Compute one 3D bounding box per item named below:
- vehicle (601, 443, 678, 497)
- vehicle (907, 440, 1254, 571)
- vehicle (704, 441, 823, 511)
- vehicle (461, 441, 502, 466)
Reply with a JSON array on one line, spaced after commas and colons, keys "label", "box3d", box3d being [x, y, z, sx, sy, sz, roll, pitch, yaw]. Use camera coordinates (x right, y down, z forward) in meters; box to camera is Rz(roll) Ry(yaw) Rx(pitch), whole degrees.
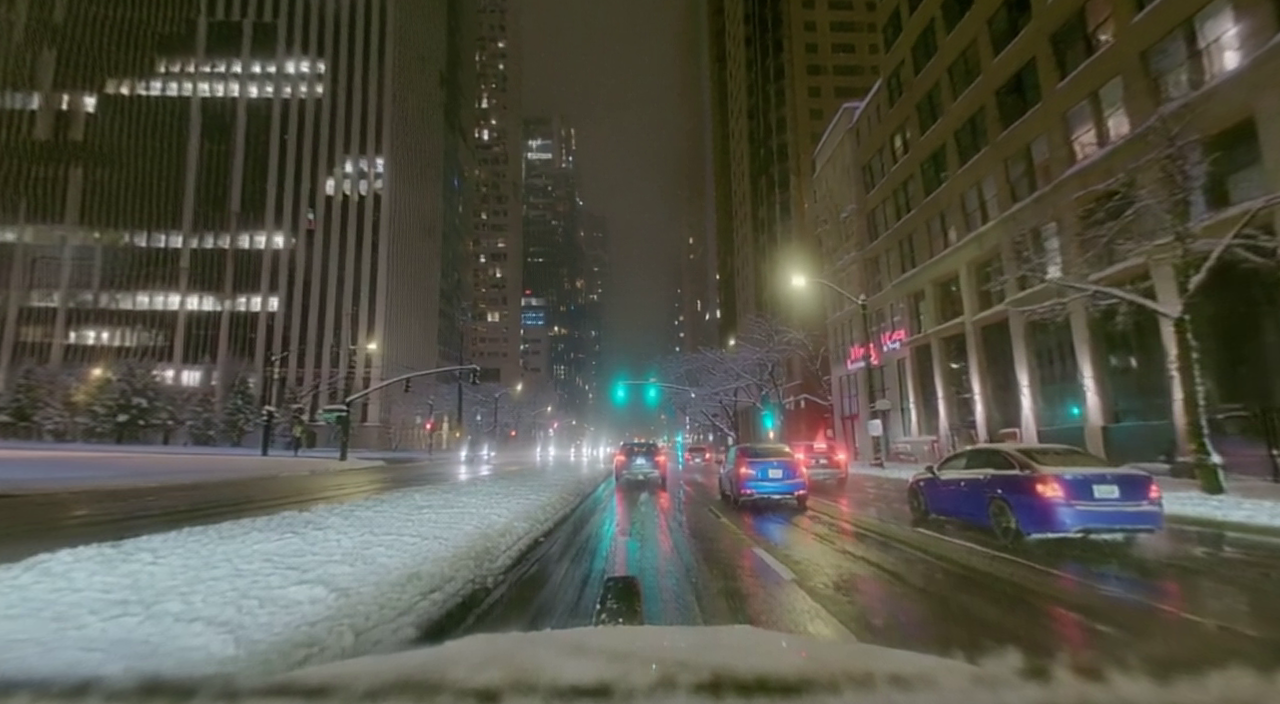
[{"label": "vehicle", "box3d": [-0.031, 3.523, 19.347, 2.096, 1.457, 4.160, 0, -8, -1]}, {"label": "vehicle", "box3d": [6.100, 2.123, 9.686, 1.914, 1.484, 4.639, 0, -8, -1]}, {"label": "vehicle", "box3d": [2.900, 3.000, 15.871, 1.987, 1.484, 4.427, 0, -8, -1]}, {"label": "vehicle", "box3d": [-11.938, 7.656, 47.880, 1.861, 1.780, 4.814, 0, -8, 1]}]
